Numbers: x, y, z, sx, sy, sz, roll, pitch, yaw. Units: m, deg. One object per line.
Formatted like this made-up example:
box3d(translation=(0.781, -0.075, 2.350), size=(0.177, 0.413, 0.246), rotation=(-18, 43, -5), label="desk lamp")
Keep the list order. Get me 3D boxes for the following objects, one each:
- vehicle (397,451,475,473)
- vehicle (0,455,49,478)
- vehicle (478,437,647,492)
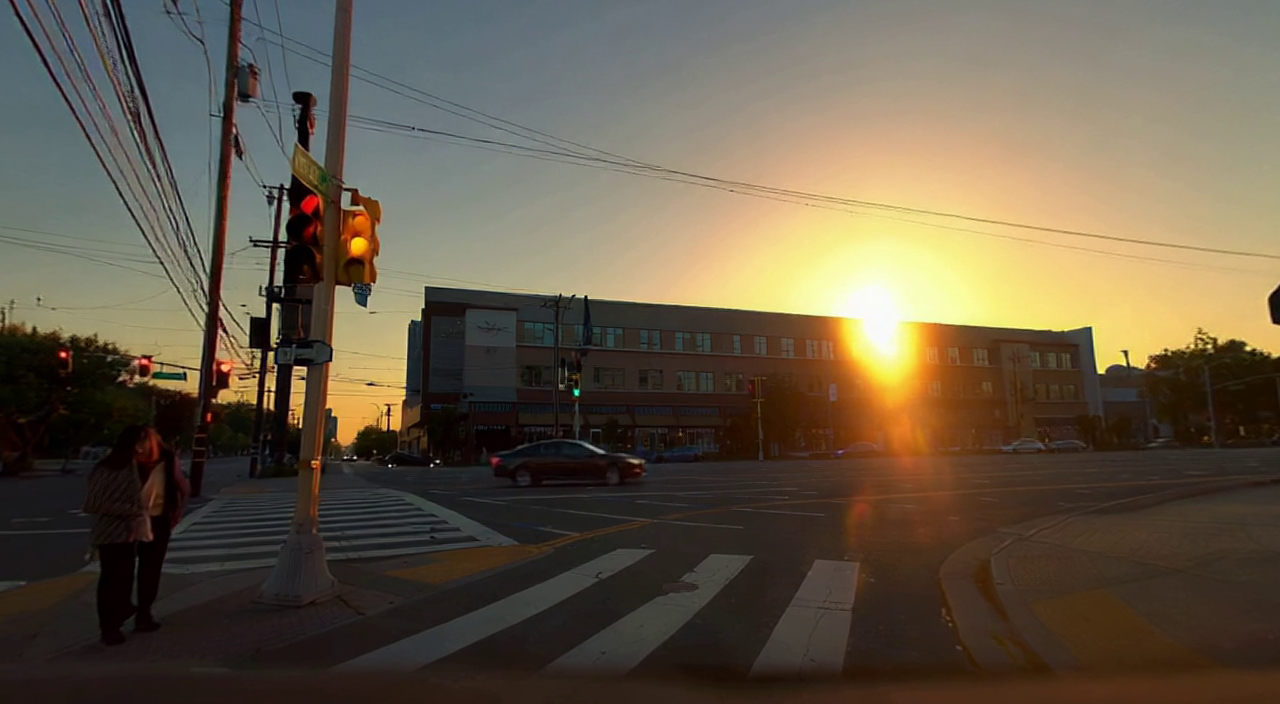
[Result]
box3d(translation=(-13.905, 7.476, 43.120), size=(4.837, 1.407, 1.818), rotation=(4, -9, -26), label="vehicle")
box3d(translation=(-44.671, 8.132, 45.208), size=(2.058, 1.487, 4.660), rotation=(4, -9, -26), label="vehicle")
box3d(translation=(-2.254, 3.303, 18.795), size=(4.700, 1.479, 2.095), rotation=(1, -8, -7), label="vehicle")
